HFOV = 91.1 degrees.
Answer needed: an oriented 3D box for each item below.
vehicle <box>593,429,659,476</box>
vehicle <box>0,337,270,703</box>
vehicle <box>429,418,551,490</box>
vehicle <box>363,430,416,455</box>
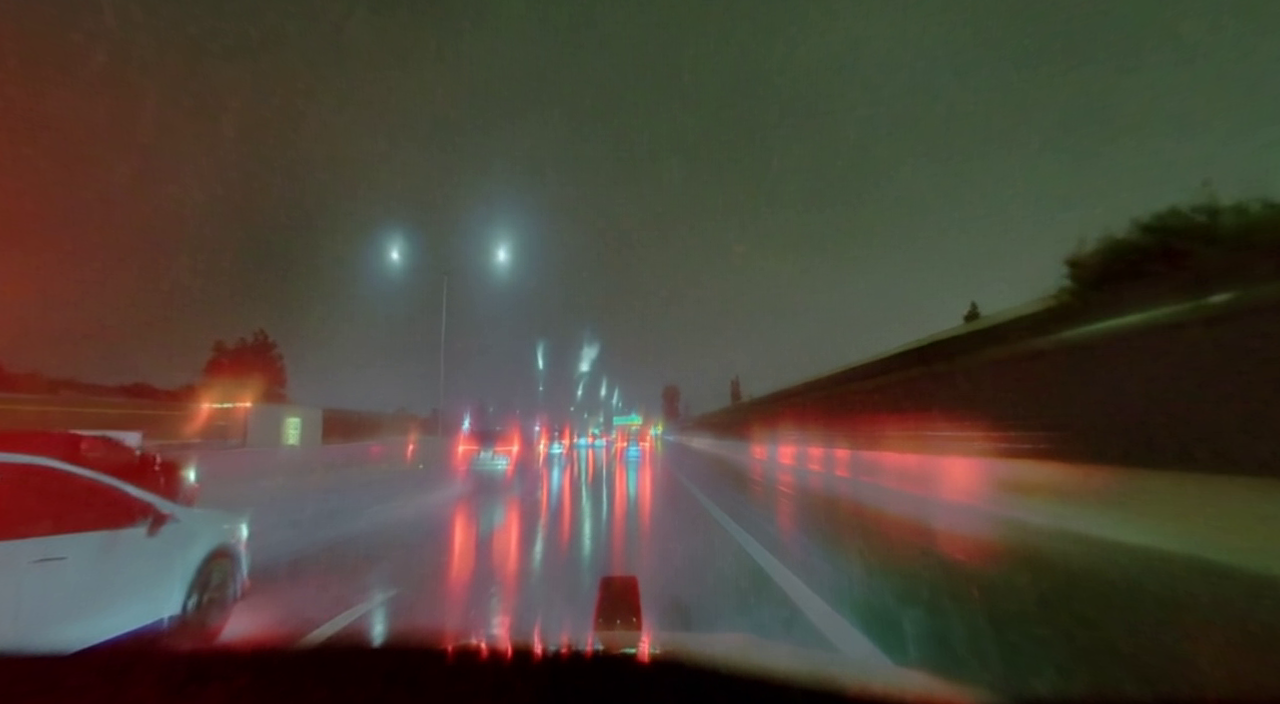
[{"bbox_3d":[-0.465,3.442,21.850,2.070,1.452,3.834,0,-8,-1],"label":"vehicle"},{"bbox_3d":[-3.781,0.765,2.434,2.107,1.703,4.274,0,-8,-1],"label":"vehicle"},{"bbox_3d":[-3.880,2.721,17.219,2.154,1.690,4.595,0,-8,1],"label":"vehicle"},{"bbox_3d":[-19.688,7.148,49.648,2.196,1.833,4.749,0,-8,0],"label":"vehicle"}]
